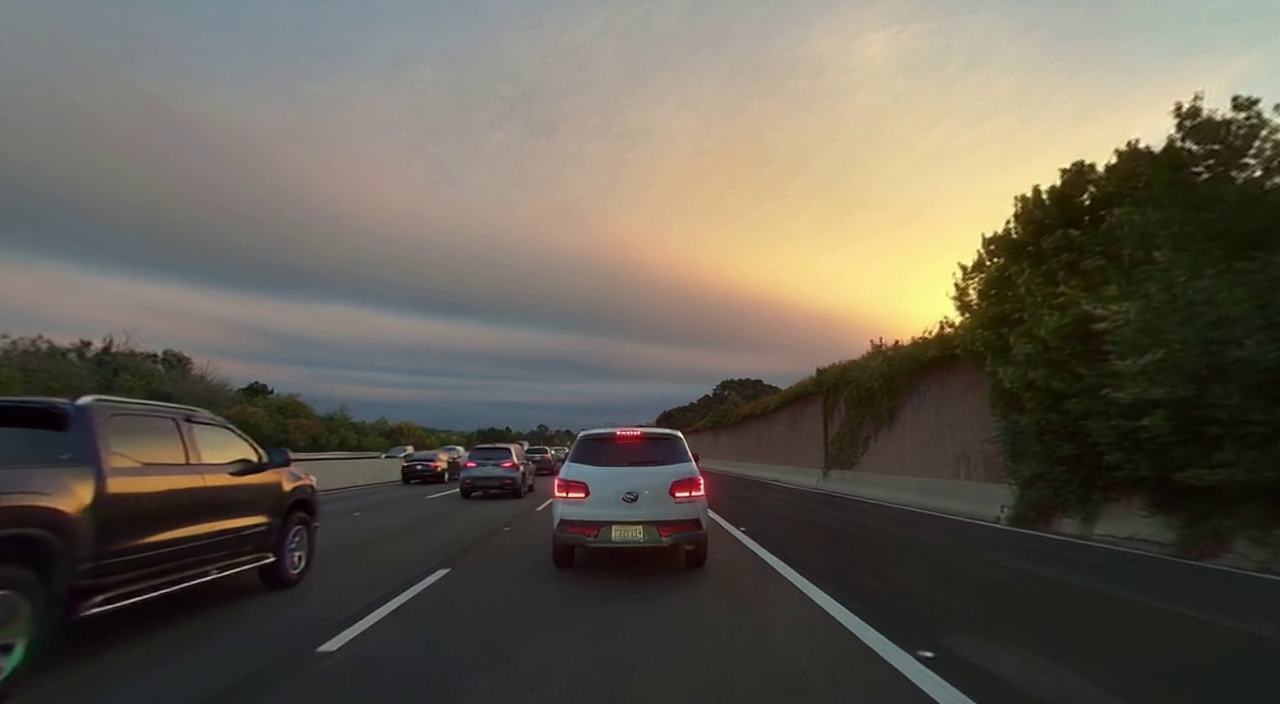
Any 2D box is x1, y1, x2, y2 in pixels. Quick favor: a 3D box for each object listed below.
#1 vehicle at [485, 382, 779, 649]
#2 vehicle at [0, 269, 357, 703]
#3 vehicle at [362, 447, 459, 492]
[{"bbox_3d":[-0.089,1.369,6.081,1.995,1.798,3.380,0,-9,-1],"label":"vehicle"},{"bbox_3d":[-3.939,0.894,4.014,2.055,2.144,4.782,0,-9,0],"label":"vehicle"},{"bbox_3d":[-8.265,4.255,23.230,1.874,1.470,4.576,0,-9,0],"label":"vehicle"}]
